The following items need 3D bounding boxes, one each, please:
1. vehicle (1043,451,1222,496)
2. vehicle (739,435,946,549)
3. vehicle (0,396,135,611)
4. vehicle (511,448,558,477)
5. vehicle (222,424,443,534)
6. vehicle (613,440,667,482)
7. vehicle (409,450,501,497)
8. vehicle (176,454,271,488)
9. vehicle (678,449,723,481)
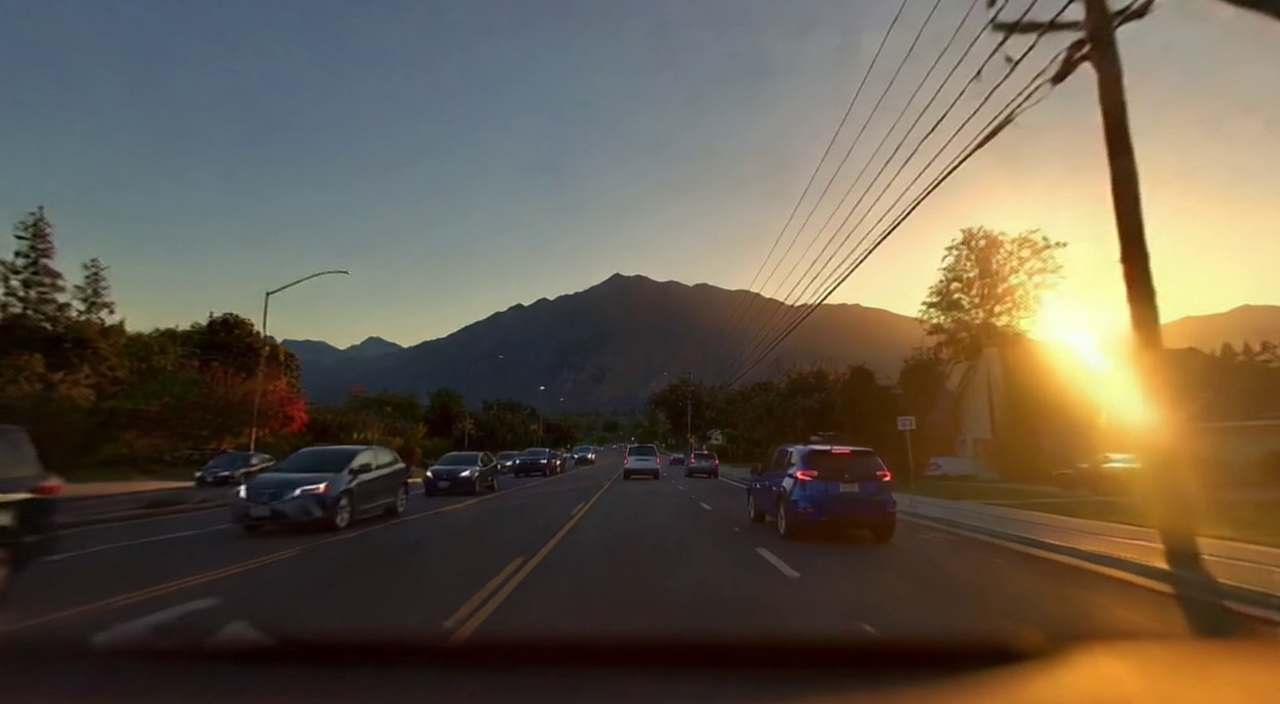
[{"bbox_3d":[17.282,4.277,22.312,4.656,1.461,1.955,0,-9,0],"label":"vehicle"},{"bbox_3d":[3.370,2.429,11.725,2.155,1.658,4.721,0,-9,-2],"label":"vehicle"},{"bbox_3d":[-6.385,1.154,4.474,1.983,1.801,4.391,0,-9,-1],"label":"vehicle"},{"bbox_3d":[-6.443,6.791,38.988,2.095,1.695,4.431,0,-9,0],"label":"vehicle"},{"bbox_3d":[-6.190,2.613,13.700,1.993,1.884,5.481,0,-9,0],"label":"vehicle"},{"bbox_3d":[-0.034,5.667,33.205,2.636,2.011,5.130,0,-9,-1],"label":"vehicle"},{"bbox_3d":[-6.383,4.227,22.373,1.891,1.479,4.624,0,-9,0],"label":"vehicle"},{"bbox_3d":[-20.245,5.774,30.877,1.763,1.459,4.315,1,-9,-1],"label":"vehicle"},{"bbox_3d":[3.303,6.232,35.148,1.957,1.646,4.355,0,-9,-1],"label":"vehicle"}]
